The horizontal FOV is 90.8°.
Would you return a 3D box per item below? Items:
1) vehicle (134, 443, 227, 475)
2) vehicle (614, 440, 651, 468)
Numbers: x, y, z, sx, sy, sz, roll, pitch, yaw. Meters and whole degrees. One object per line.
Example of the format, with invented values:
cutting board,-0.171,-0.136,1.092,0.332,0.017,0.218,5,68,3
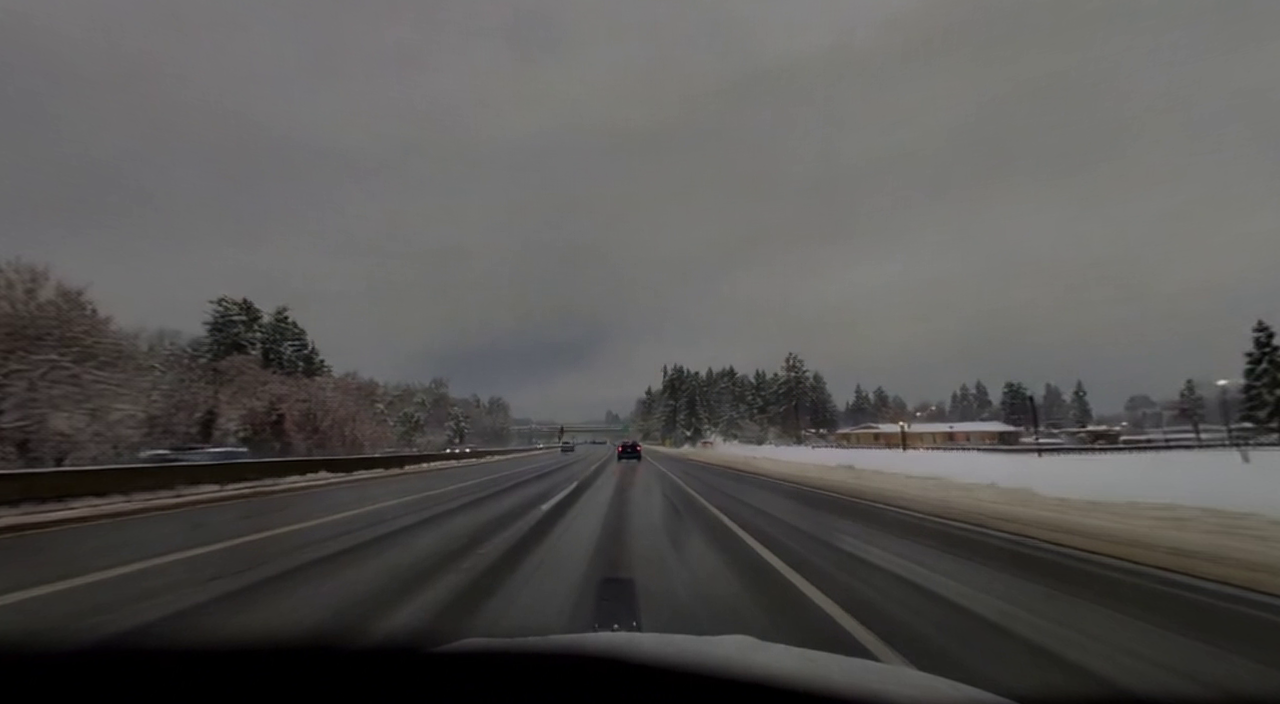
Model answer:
vehicle,-25.240,5.883,34.947,1.884,1.608,4.427,0,-8,-1
vehicle,-0.464,5.774,36.108,2.012,1.471,4.059,0,-8,-1
